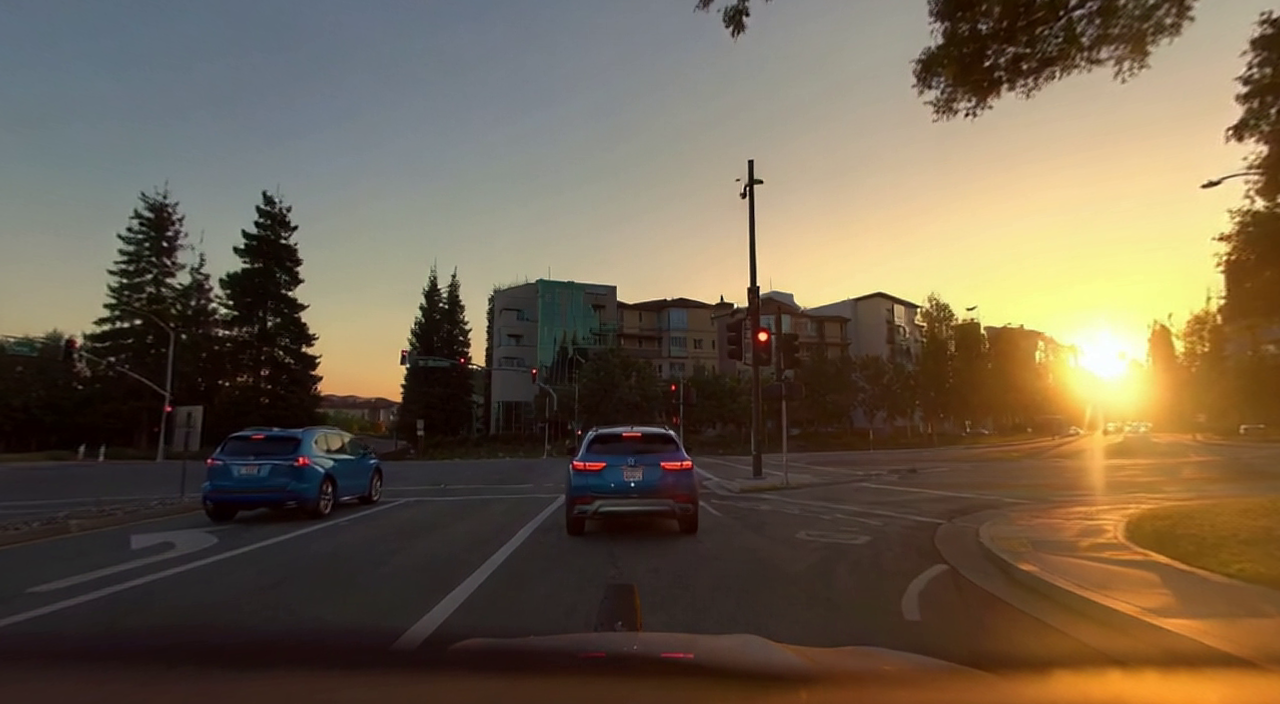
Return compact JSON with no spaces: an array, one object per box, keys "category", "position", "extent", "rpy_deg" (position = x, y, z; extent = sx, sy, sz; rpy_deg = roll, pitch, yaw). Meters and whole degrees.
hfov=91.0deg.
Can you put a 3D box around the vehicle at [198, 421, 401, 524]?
[{"category":"vehicle","position":[-6.498,2.336,12.680],"extent":[2.020,1.695,4.187],"rpy_deg":[1,-9,-5]}]

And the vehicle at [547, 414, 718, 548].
[{"category":"vehicle","position":[-0.237,1.940,10.097],"extent":[2.154,1.670,4.140],"rpy_deg":[0,-9,-4]}]
